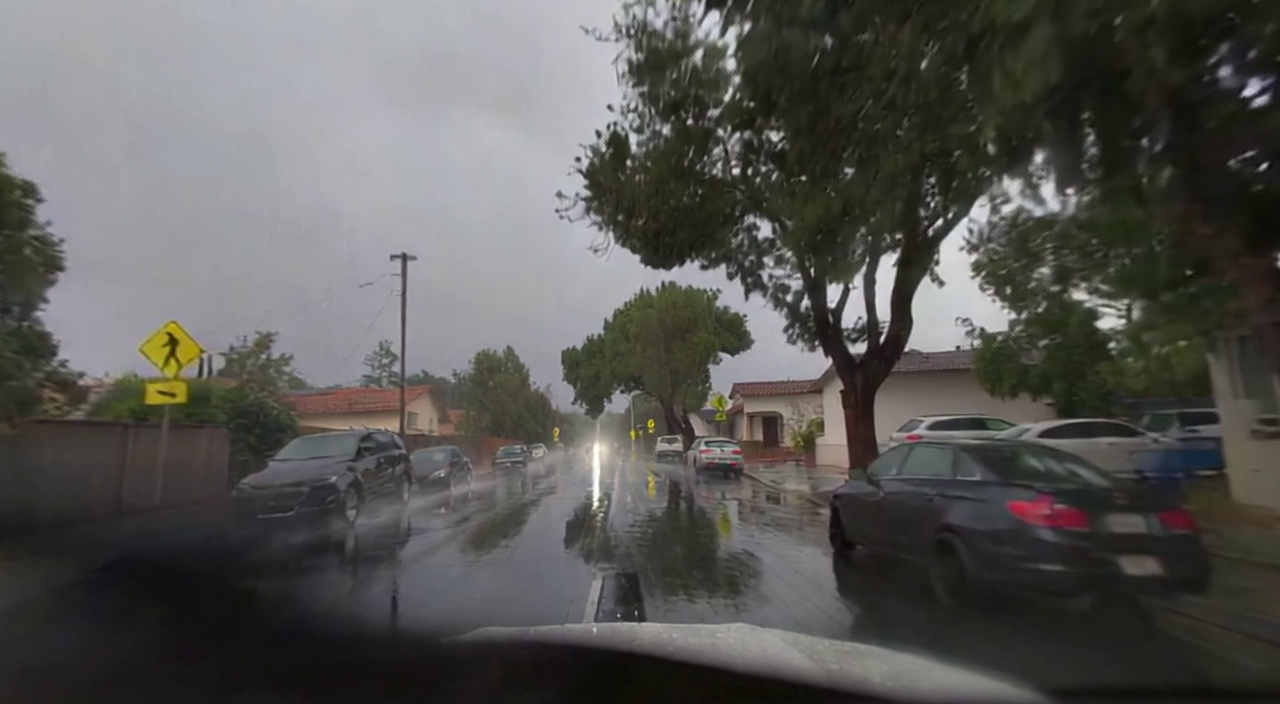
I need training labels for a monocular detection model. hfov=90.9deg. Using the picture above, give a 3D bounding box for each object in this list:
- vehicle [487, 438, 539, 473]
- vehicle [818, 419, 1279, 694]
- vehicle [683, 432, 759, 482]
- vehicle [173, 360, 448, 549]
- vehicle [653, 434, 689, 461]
[{"bbox_3d":[-6.490,5.315,32.795,1.972,1.502,5.530,0,-7,-5],"label":"vehicle"},{"bbox_3d":[3.485,1.428,5.857,1.972,1.492,4.506,0,-7,-5],"label":"vehicle"},{"bbox_3d":[2.782,3.722,22.841,1.875,1.568,4.899,0,-7,-3],"label":"vehicle"},{"bbox_3d":[-5.674,1.868,12.145,2.270,2.706,5.871,0,-8,-2],"label":"vehicle"},{"bbox_3d":[1.968,6.244,41.270,1.997,1.663,4.544,-1,-8,-1],"label":"vehicle"}]
